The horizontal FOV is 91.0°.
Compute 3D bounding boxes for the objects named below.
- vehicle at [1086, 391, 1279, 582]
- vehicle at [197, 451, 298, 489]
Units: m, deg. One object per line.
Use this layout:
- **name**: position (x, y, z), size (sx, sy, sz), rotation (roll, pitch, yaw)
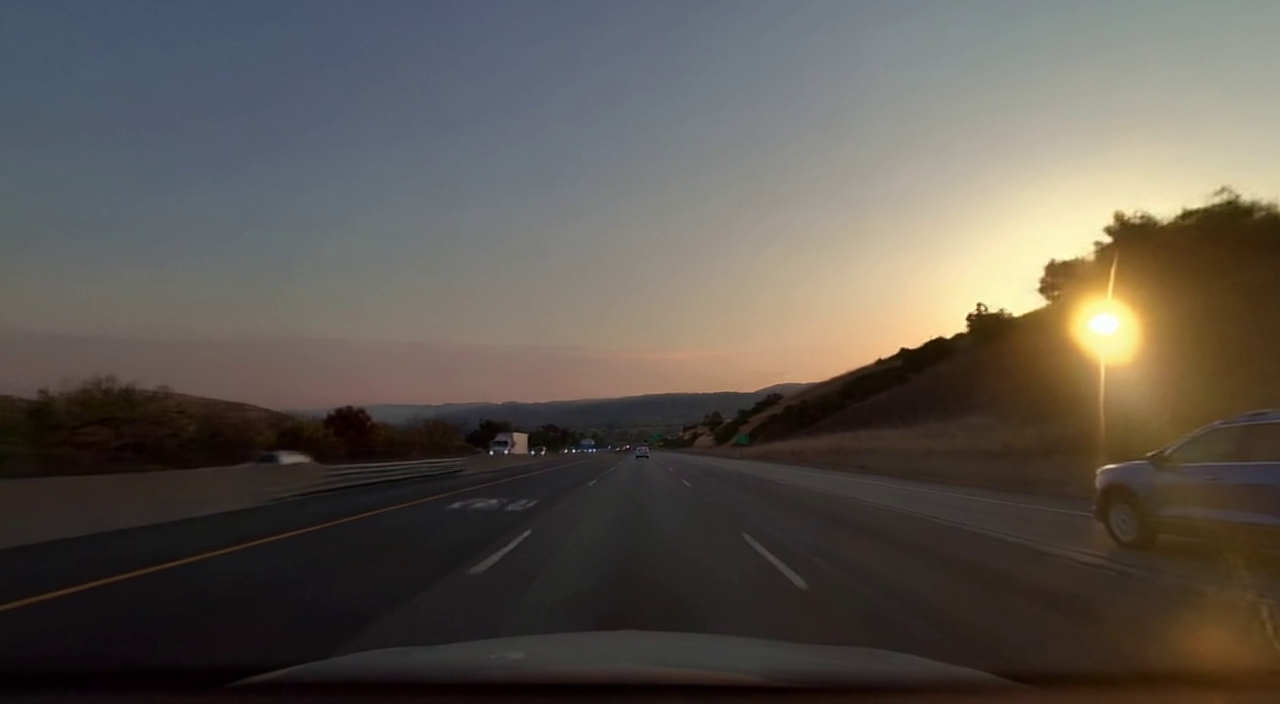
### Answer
- **vehicle**: position (7.373, 1.327, 6.210), size (2.186, 1.848, 5.136), rotation (0, -9, 0)
- **vehicle**: position (-17.077, 5.104, 27.669), size (1.815, 1.510, 3.960), rotation (0, -9, 1)
